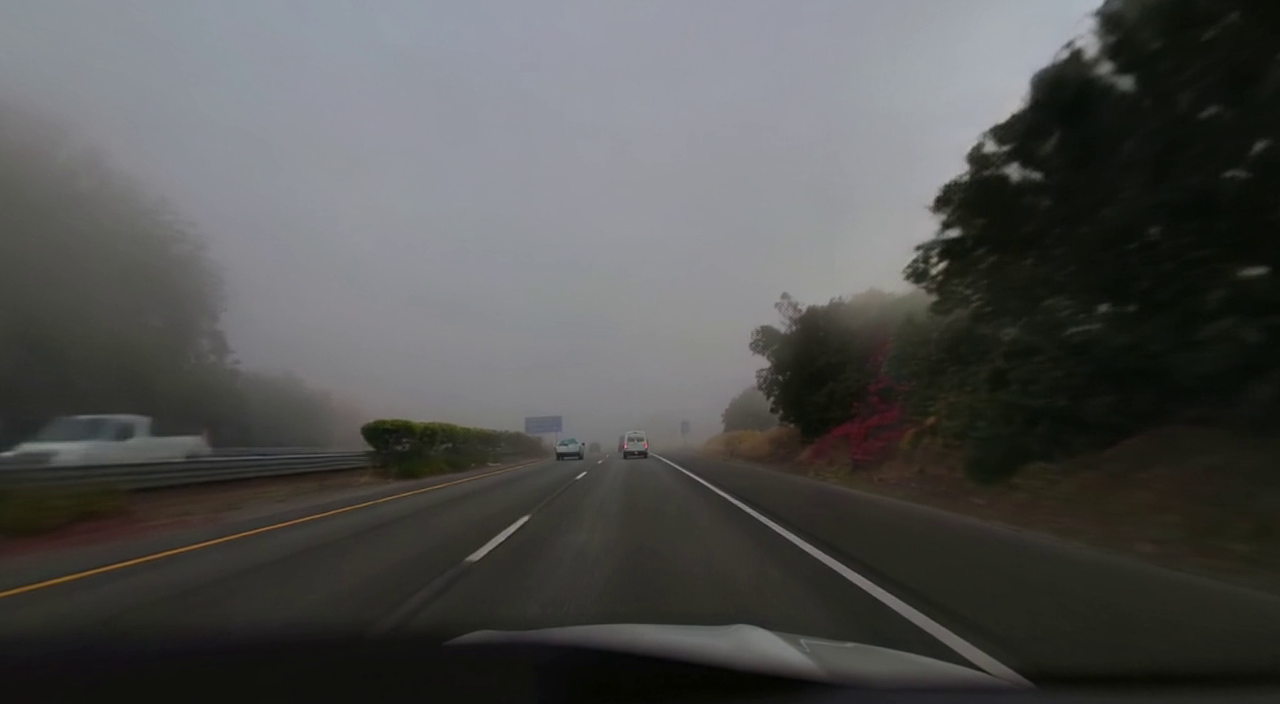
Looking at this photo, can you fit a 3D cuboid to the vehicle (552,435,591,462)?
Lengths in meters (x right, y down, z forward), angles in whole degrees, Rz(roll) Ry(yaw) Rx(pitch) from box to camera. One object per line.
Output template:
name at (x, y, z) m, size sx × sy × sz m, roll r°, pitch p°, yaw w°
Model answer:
vehicle at (-4.251, 6.079, 39.752) m, size 2.062 × 1.567 × 4.117 m, roll 0°, pitch -8°, yaw -1°

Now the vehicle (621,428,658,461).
vehicle at (-0.111, 5.843, 39.930) m, size 2.223 × 1.957 × 4.416 m, roll 0°, pitch -8°, yaw -2°

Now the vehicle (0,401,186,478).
vehicle at (-16.966, 2.688, 19.444) m, size 2.246 × 2.061 × 4.905 m, roll 0°, pitch -8°, yaw -1°
